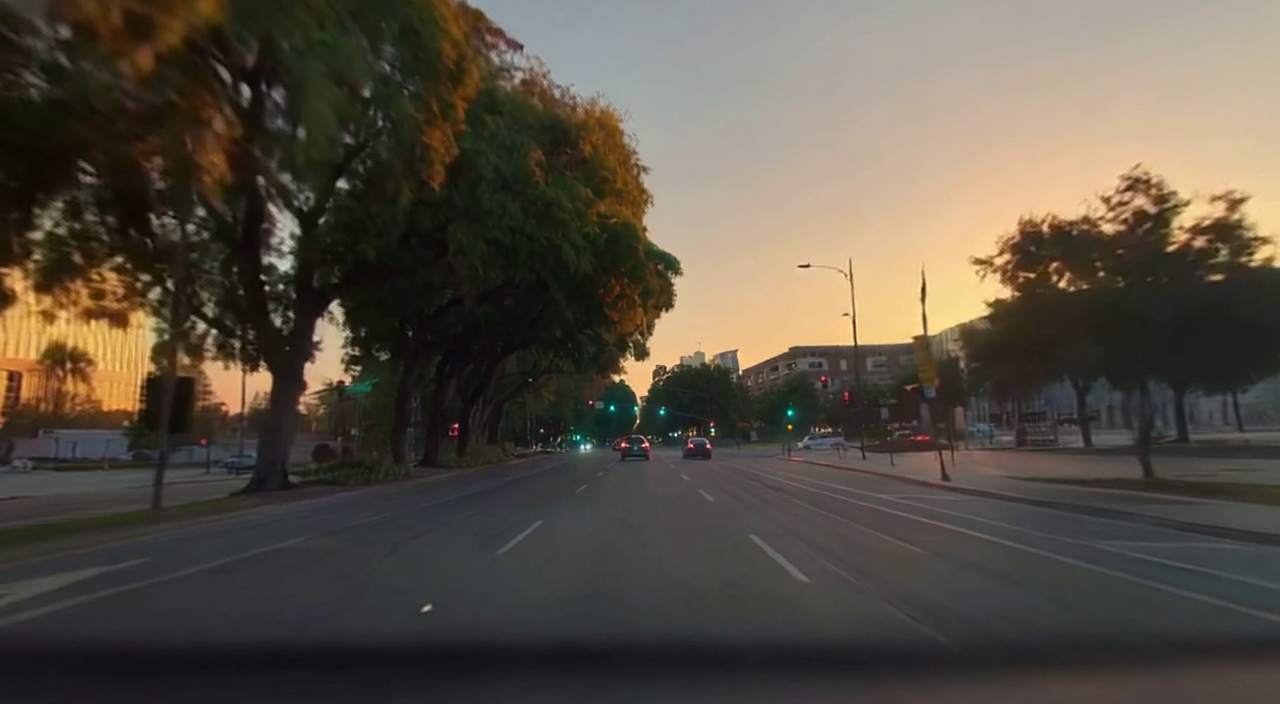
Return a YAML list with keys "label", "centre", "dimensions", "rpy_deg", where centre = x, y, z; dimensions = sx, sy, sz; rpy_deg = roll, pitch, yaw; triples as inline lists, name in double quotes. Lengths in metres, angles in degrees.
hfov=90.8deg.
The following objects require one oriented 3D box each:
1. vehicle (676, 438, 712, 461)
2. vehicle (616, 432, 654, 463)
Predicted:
- label: "vehicle"
  centre: [3.611, 6.638, 43.221]
  dimensions: [2.080, 1.472, 4.401]
  rpy_deg: [0, -8, 0]
- label: "vehicle"
  centre: [-0.317, 6.072, 40.330]
  dimensions: [2.313, 1.860, 4.319]
  rpy_deg: [0, -8, 0]
